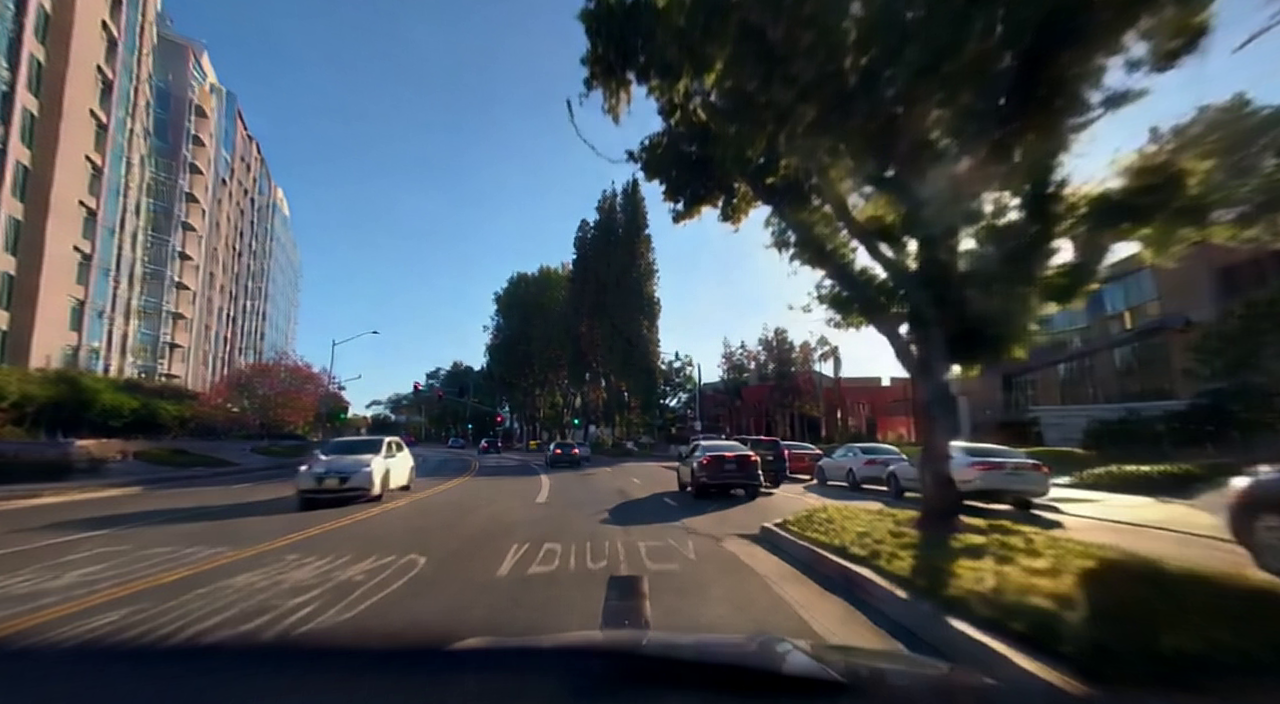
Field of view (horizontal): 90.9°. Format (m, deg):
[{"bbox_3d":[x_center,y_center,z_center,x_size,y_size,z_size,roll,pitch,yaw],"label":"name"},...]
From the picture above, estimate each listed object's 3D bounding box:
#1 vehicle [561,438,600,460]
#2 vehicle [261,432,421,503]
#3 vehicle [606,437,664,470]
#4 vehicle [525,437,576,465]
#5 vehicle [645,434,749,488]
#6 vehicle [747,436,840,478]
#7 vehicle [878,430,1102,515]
[{"bbox_3d":[-4.318,6.953,45.150,1.957,1.463,4.701,2,-9,-15],"label":"vehicle"},{"bbox_3d":[-7.239,2.822,15.885,2.325,1.509,4.340,1,-9,-7],"label":"vehicle"},{"bbox_3d":[-0.325,4.981,31.193,1.984,1.476,4.488,2,-9,-12],"label":"vehicle"},{"bbox_3d":[-5.414,5.881,37.608,2.308,1.535,4.811,2,-9,-16],"label":"vehicle"},{"bbox_3d":[1.619,3.363,19.744,2.280,1.472,4.426,1,-9,-8],"label":"vehicle"},{"bbox_3d":[5.803,4.031,24.408,1.820,1.450,4.408,2,-9,-10],"label":"vehicle"},{"bbox_3d":[7.143,2.497,13.590,1.890,1.488,4.567,1,-8,-5],"label":"vehicle"}]
